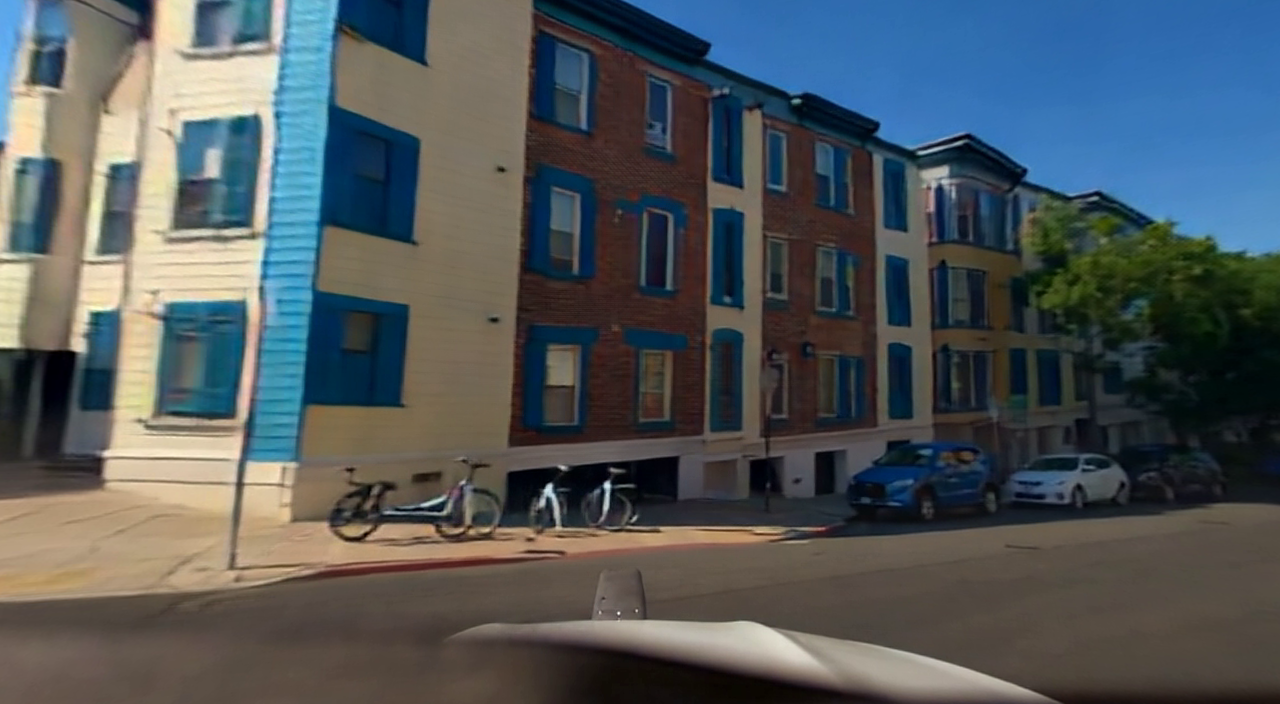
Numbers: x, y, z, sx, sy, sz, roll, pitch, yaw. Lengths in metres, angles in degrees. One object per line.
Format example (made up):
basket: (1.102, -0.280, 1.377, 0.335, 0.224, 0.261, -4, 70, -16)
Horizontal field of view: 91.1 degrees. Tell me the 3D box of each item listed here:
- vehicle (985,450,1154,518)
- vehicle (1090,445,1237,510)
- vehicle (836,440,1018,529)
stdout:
vehicle: (10.716, 3.166, 15.614, 4.294, 1.427, 1.830, 5, -9, -32)
vehicle: (15.274, 3.554, 18.311, 4.302, 1.629, 1.942, 5, -9, -32)
vehicle: (5.789, 2.554, 12.634, 3.414, 1.519, 1.719, 6, -9, -34)
